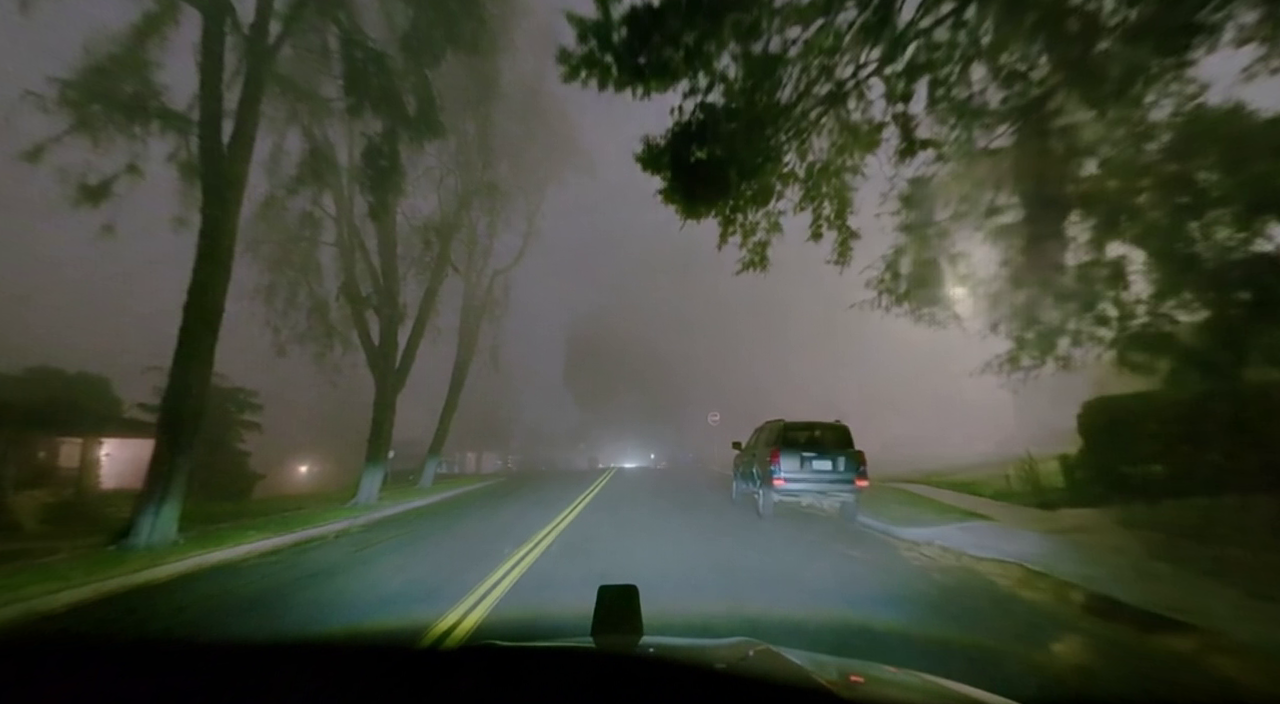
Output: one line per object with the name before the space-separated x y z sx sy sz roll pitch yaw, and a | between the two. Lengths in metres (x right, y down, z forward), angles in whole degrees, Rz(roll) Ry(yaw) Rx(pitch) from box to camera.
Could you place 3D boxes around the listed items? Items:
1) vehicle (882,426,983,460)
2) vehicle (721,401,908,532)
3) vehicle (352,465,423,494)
vehicle | 17.204 5.397 37.370 4.982 1.874 2.133 -3 -9 13
vehicle | 2.832 2.009 11.492 2.109 1.875 4.488 -1 -9 0
vehicle | -18.103 9.145 45.299 4.274 1.626 2.093 -6 -10 10
